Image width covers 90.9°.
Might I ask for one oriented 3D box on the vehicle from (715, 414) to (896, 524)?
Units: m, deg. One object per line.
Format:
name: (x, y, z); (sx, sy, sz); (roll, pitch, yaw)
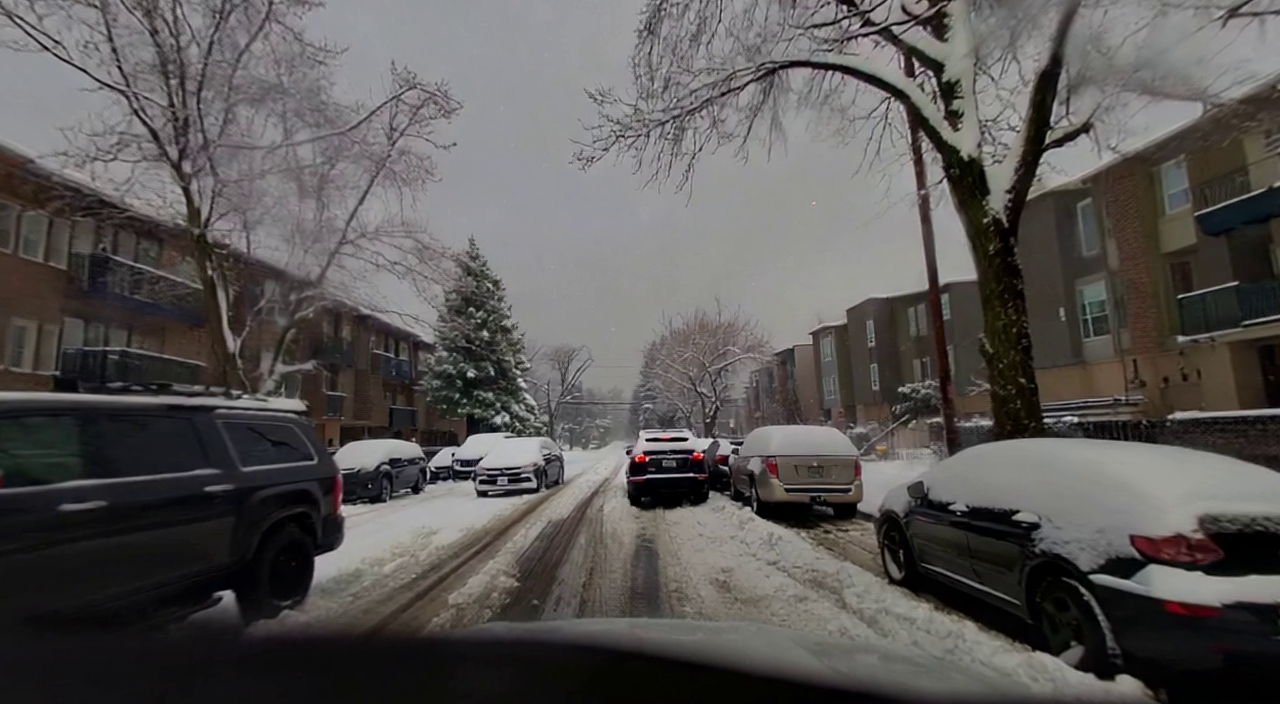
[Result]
vehicle: (3.057, 2.333, 13.109); (2.082, 1.799, 5.207); (0, -9, -3)

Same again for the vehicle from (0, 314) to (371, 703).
vehicle: (-3.991, 0.932, 3.332); (2.548, 1.953, 5.946); (0, -9, 0)

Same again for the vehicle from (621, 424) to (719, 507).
vehicle: (0.603, 2.783, 15.929); (2.055, 1.717, 5.172); (0, -9, 0)

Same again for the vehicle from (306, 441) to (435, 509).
vehicle: (-7.908, 3.607, 19.072); (2.002, 1.774, 4.568); (0, -9, -2)

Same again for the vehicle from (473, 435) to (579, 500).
vehicle: (-3.230, 3.391, 18.845); (2.018, 1.691, 3.995); (-1, -9, 7)

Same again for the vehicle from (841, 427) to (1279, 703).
vehicle: (3.394, 1.382, 5.128); (1.881, 1.403, 4.214); (0, -9, -4)
